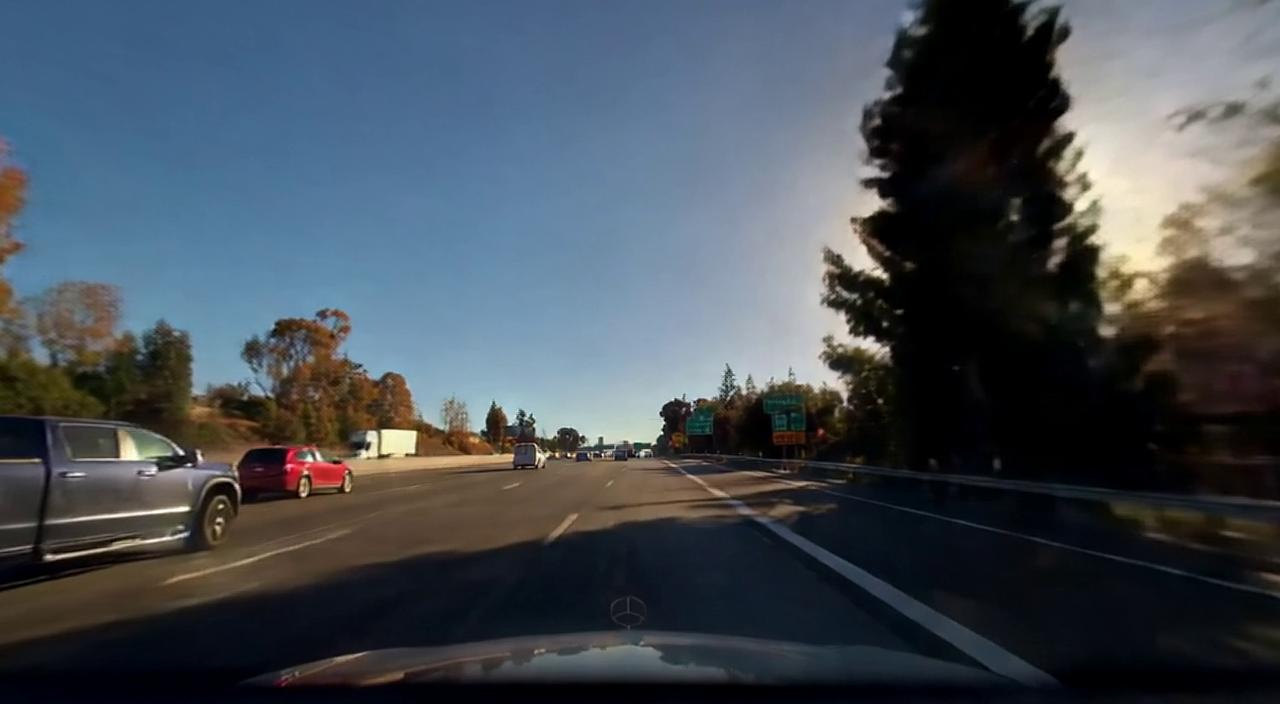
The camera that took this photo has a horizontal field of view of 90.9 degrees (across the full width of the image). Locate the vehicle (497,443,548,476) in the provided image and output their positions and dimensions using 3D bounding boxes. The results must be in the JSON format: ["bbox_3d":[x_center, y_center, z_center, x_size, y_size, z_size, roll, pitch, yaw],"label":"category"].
[{"bbox_3d":[-6.523,5.981,35.459,2.009,1.735,4.358,0,-8,1],"label":"vehicle"}]

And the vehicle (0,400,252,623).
[{"bbox_3d":[-6.353,1.299,5.135,2.403,1.773,6.276,0,-8,0],"label":"vehicle"}]

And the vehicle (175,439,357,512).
[{"bbox_3d":[-9.739,3.210,16.966,2.060,1.662,4.469,-1,-8,2],"label":"vehicle"}]
